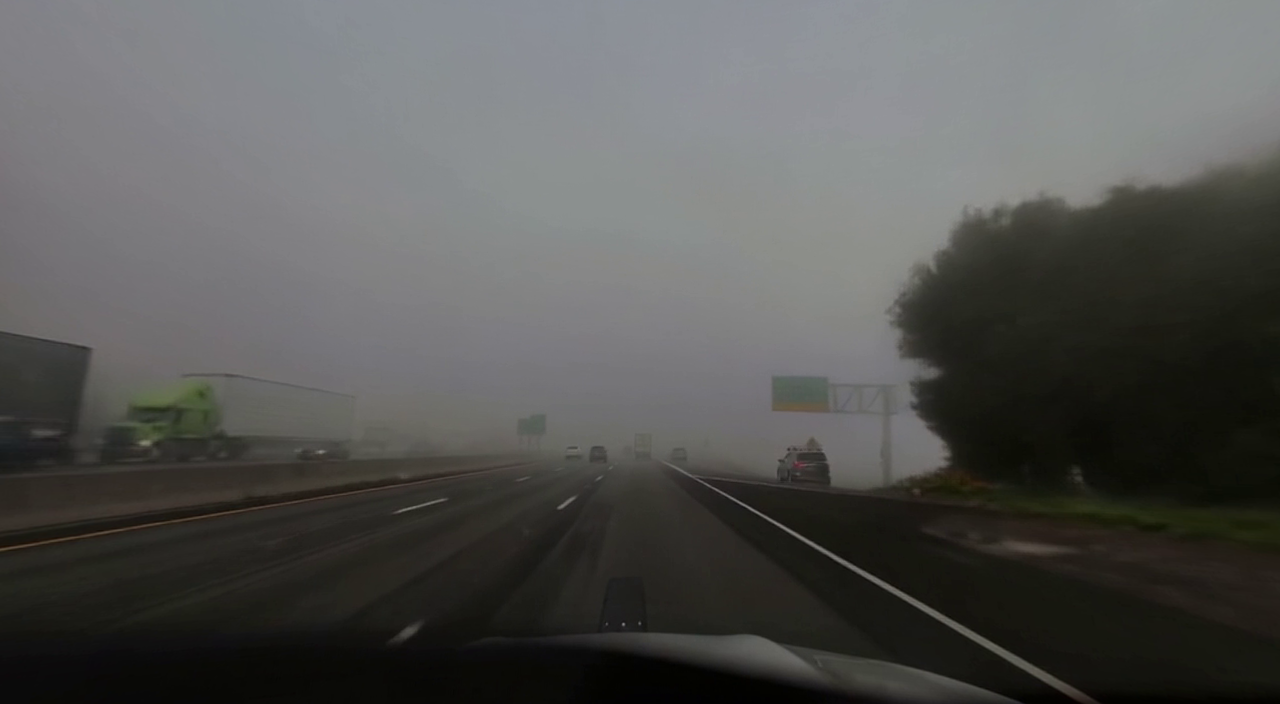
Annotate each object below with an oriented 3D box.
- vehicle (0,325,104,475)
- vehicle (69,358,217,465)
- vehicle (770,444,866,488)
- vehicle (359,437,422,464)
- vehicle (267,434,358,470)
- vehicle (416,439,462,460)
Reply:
[{"bbox_3d":[-18.619,0.655,12.891,2.787,3.985,14.192,0,-9,0],"label":"vehicle"},{"bbox_3d":[-18.651,2.311,23.907,2.989,3.823,2.790,0,-9,-1],"label":"vehicle"},{"bbox_3d":[7.572,4.881,27.325,2.080,1.725,4.252,2,-9,-14],"label":"vehicle"},{"bbox_3d":[-14.666,5.842,37.318,1.935,1.462,4.396,0,-9,-1],"label":"vehicle"},{"bbox_3d":[-14.266,4.390,27.733,1.873,1.432,3.960,0,-9,-1],"label":"vehicle"},{"bbox_3d":[-14.228,6.950,44.904,1.879,1.444,4.337,0,-9,-1],"label":"vehicle"}]
